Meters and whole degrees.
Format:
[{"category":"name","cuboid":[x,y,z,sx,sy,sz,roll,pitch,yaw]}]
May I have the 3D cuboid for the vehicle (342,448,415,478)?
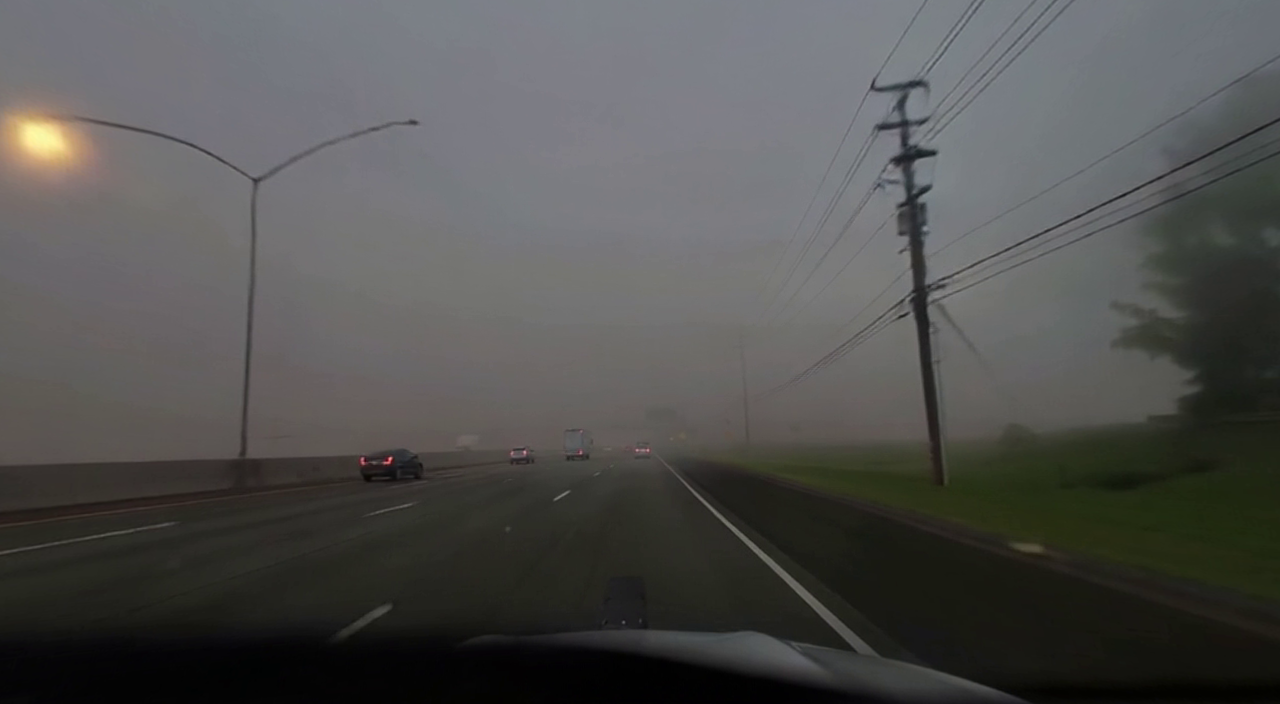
[{"category":"vehicle","cuboid":[-14.198,6.027,34.528,1.988,1.477,4.442,0,-8,1]}]
